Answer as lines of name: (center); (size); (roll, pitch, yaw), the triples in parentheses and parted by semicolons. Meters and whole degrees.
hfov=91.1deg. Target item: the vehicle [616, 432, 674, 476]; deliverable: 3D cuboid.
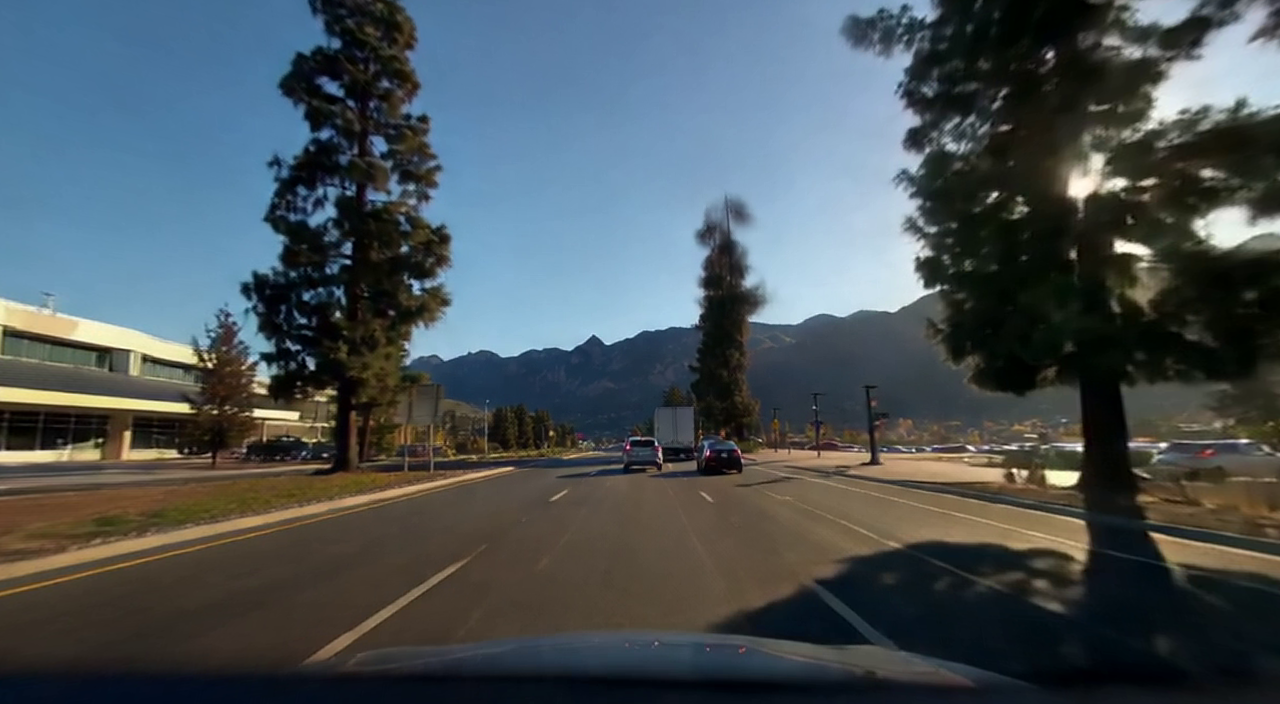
vehicle: (0.140, 4.111, 25.516); (2.193, 1.651, 3.946); (0, -8, -1)

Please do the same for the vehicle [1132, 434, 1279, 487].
vehicle: (19.589, 3.644, 21.423); (2.068, 1.627, 4.269); (0, -8, -1)

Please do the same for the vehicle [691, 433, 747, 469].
vehicle: (3.821, 4.868, 31.067); (2.088, 1.655, 4.360); (0, -8, -1)
